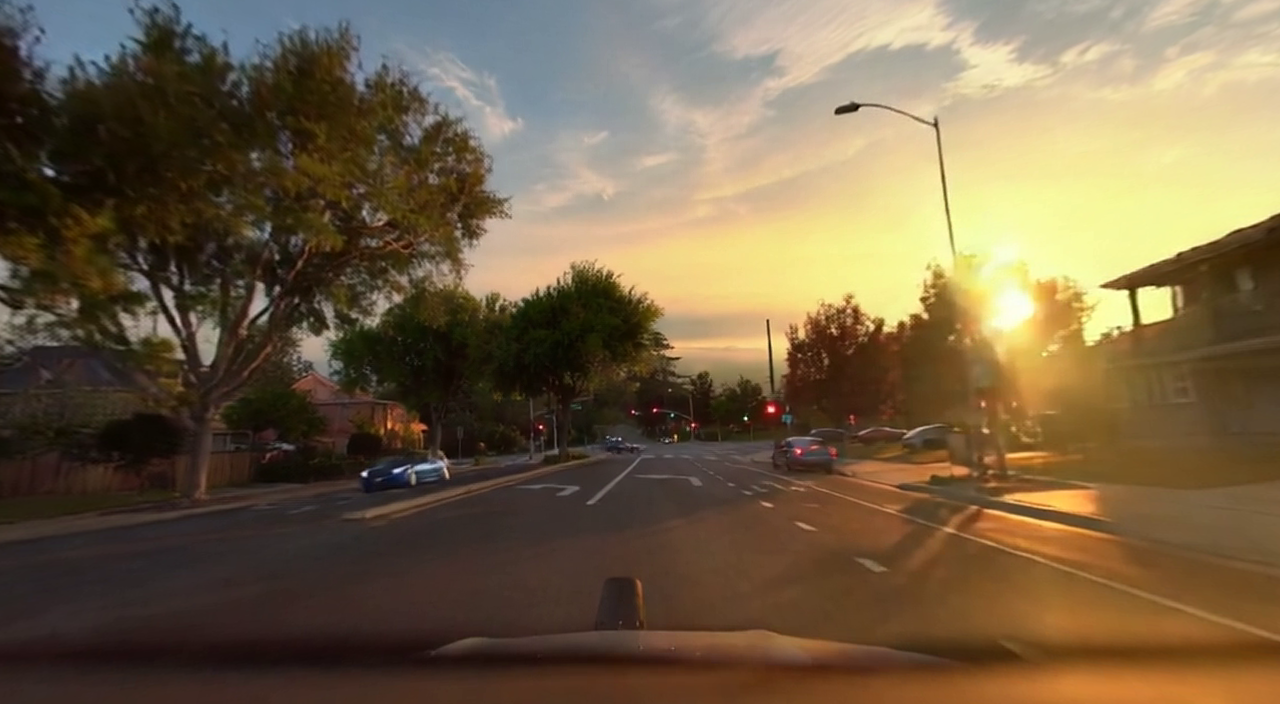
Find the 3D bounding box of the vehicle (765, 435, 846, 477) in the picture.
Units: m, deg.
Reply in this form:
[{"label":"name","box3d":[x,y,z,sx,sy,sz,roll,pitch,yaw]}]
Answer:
[{"label":"vehicle","box3d":[6.141,3.909,24.023,1.917,1.440,4.335,0,-8,0]}]

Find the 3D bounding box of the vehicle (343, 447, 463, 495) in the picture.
[{"label":"vehicle","box3d":[-8.391,4.213,22.917,2.067,1.491,4.807,-1,-8,6]}]

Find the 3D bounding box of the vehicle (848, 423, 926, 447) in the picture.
[{"label":"vehicle","box3d":[15.694,5.299,40.248,4.210,1.474,1.799,-1,-8,3]}]

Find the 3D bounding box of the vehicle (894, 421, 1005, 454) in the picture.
[{"label":"vehicle","box3d":[14.393,4.000,29.593,4.164,1.470,1.921,0,-7,4]}]
